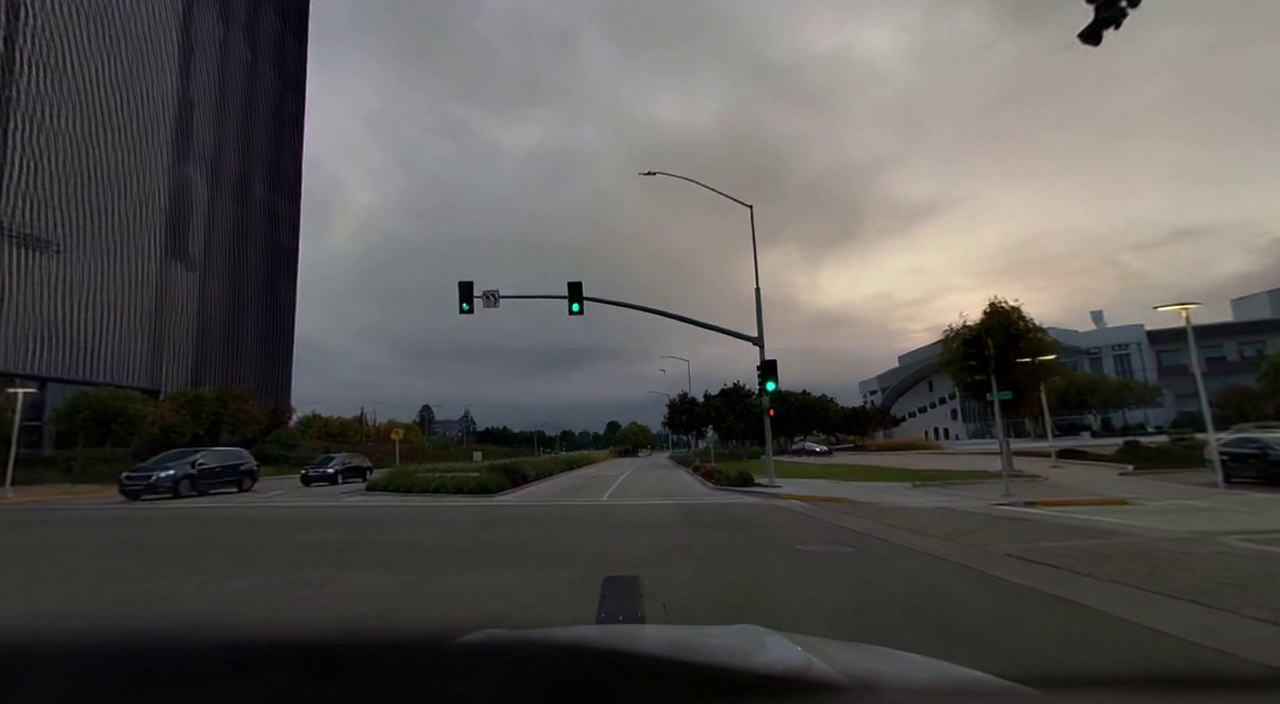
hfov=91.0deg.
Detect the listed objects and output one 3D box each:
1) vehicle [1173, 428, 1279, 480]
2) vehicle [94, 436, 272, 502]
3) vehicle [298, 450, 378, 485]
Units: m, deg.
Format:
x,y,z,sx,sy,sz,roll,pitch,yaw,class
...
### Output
x,y,z,sx,sy,sz,roll,pitch,yaw,class
19.062,3.090,19.115,1.834,1.480,4.458,0,-9,-1,vehicle
-14.910,3.825,21.051,2.091,1.915,5.040,0,-9,0,vehicle
-15.102,5.775,31.768,1.932,1.605,4.146,0,-9,0,vehicle
